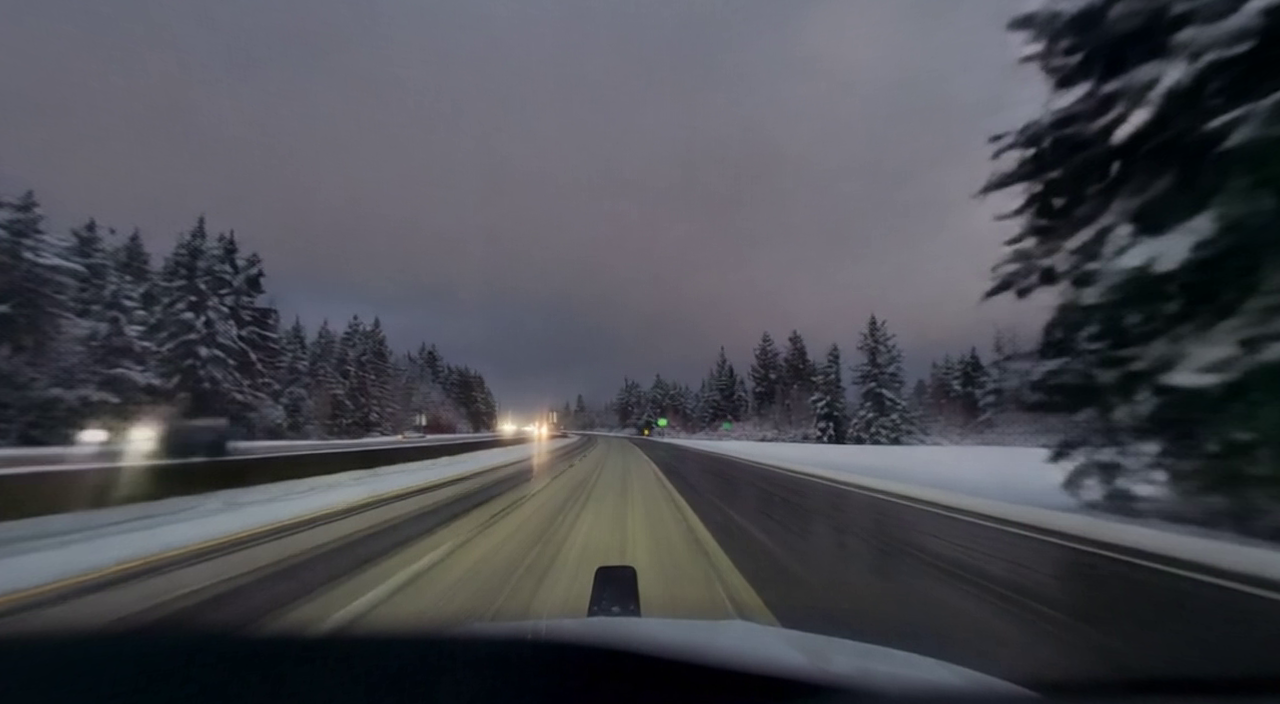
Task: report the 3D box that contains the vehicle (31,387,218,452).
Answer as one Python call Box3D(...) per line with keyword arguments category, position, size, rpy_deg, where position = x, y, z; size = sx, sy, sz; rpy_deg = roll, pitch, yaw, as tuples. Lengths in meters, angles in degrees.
Box3D(category="vehicle", position=(-17.224, 2.367, 21.502), size=(2.351, 1.938, 4.858), rpy_deg=(0, -8, -2))
